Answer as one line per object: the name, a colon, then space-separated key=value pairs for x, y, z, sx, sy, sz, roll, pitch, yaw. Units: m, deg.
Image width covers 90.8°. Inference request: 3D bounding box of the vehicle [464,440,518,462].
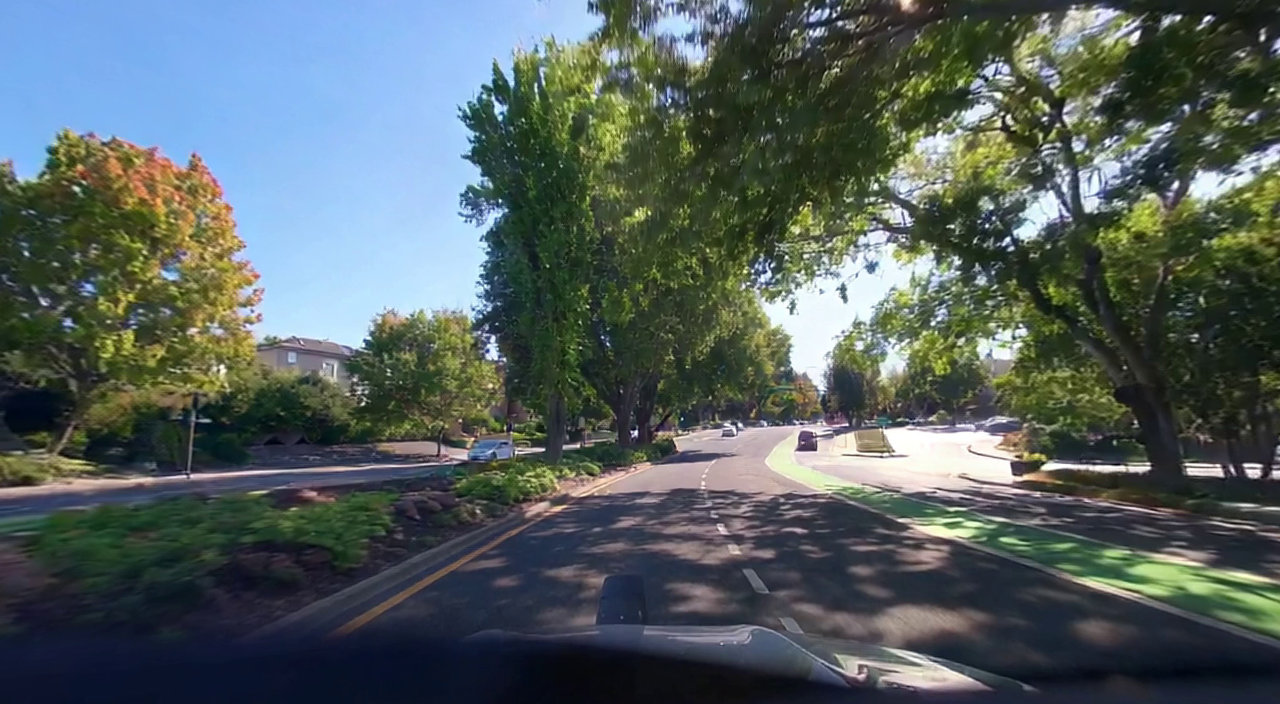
vehicle: x=-10.918 y=7.294 z=46.660 sx=2.061 sy=1.559 sz=4.729 roll=-2 pitch=-9 yaw=10
